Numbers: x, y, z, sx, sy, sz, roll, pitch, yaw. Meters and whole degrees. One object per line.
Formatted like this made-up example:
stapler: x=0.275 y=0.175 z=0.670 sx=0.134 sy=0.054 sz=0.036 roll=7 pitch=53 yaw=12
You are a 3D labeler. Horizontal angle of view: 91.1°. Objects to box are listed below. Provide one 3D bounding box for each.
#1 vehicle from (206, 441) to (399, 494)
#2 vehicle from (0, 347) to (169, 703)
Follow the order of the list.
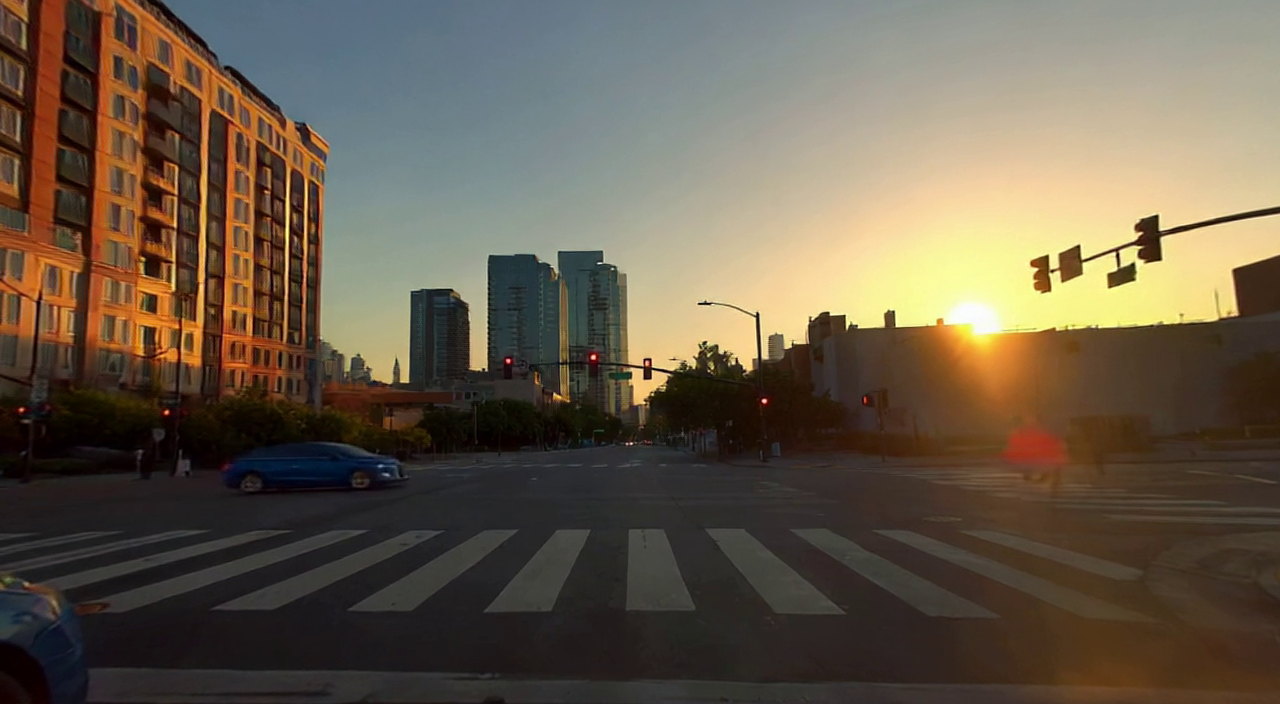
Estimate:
vehicle: x=-9.765 y=3.364 z=18.462 sx=4.551 sy=1.454 sz=1.941 roll=0 pitch=-8 yaw=2
vehicle: x=-3.637 y=0.618 z=1.059 sx=2.109 sy=1.692 sz=4.587 roll=0 pitch=-8 yaw=0
